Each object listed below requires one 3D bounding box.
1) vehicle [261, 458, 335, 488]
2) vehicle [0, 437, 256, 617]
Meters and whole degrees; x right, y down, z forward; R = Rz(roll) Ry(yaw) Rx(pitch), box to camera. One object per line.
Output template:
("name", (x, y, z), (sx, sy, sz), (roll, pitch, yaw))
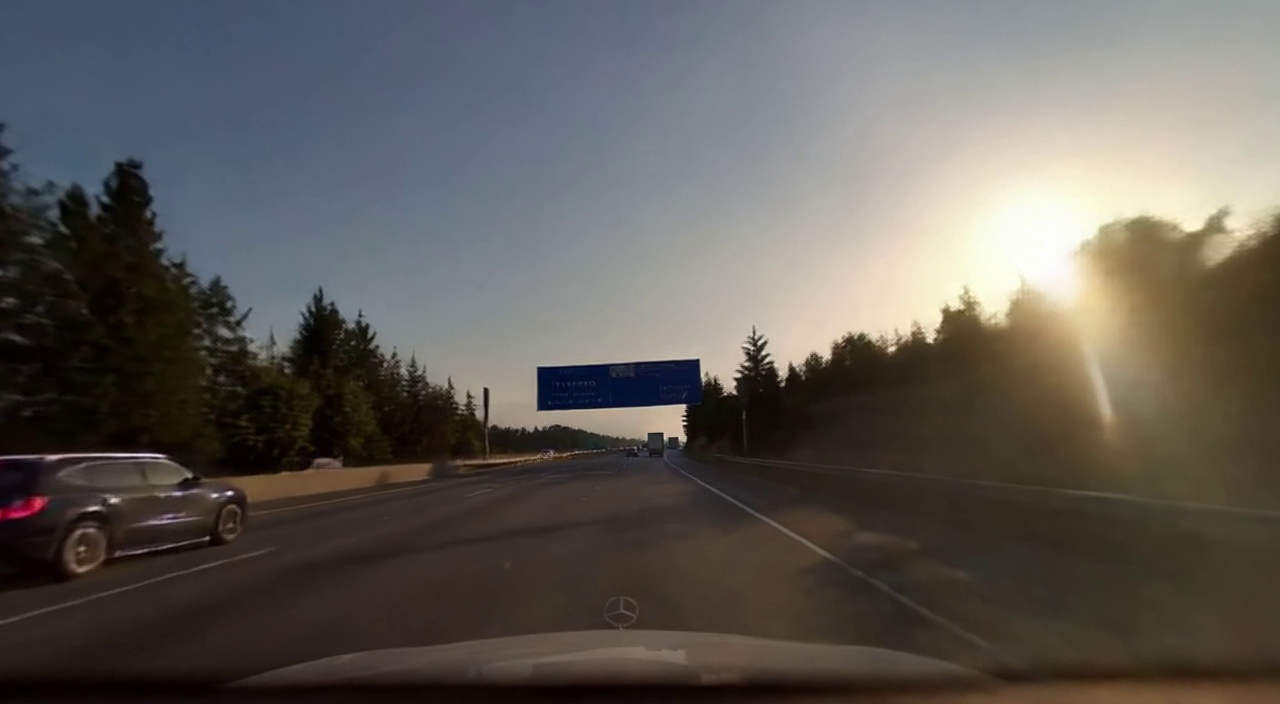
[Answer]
("vehicle", (-18.600, 6.563, 34.286), (1.783, 1.480, 4.034), (0, -9, 0))
("vehicle", (-6.490, 1.715, 6.743), (1.956, 1.538, 4.318), (0, -9, 0))
